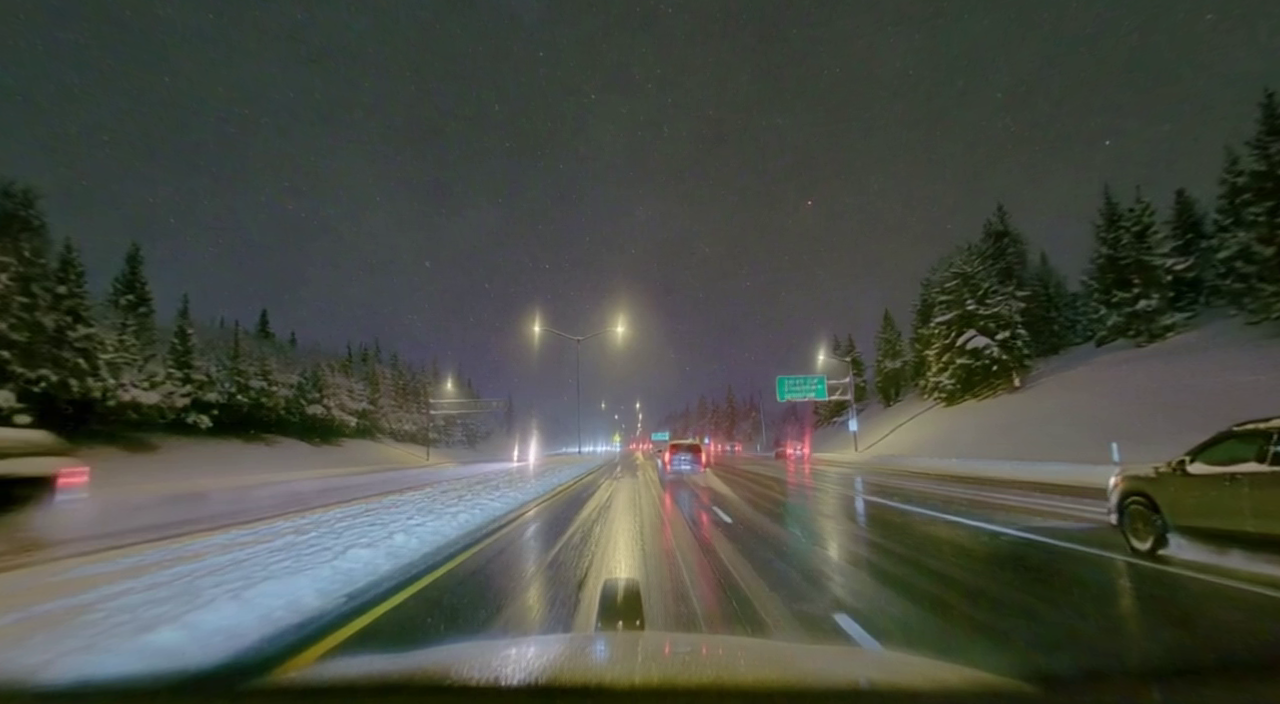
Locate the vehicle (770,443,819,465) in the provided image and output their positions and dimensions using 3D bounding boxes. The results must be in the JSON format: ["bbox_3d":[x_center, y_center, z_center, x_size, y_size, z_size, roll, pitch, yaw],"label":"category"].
[{"bbox_3d":[10.751,7.095,44.242,2.087,1.442,4.834,0,-9,-1],"label":"vehicle"}]

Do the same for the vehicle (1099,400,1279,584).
[{"bbox_3d":[6.907,1.273,5.731,2.027,1.679,4.543,0,-9,0],"label":"vehicle"}]

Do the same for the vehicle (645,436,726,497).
[{"bbox_3d":[1.226,3.345,18.954,1.864,1.566,4.446,0,-8,-3],"label":"vehicle"}]
